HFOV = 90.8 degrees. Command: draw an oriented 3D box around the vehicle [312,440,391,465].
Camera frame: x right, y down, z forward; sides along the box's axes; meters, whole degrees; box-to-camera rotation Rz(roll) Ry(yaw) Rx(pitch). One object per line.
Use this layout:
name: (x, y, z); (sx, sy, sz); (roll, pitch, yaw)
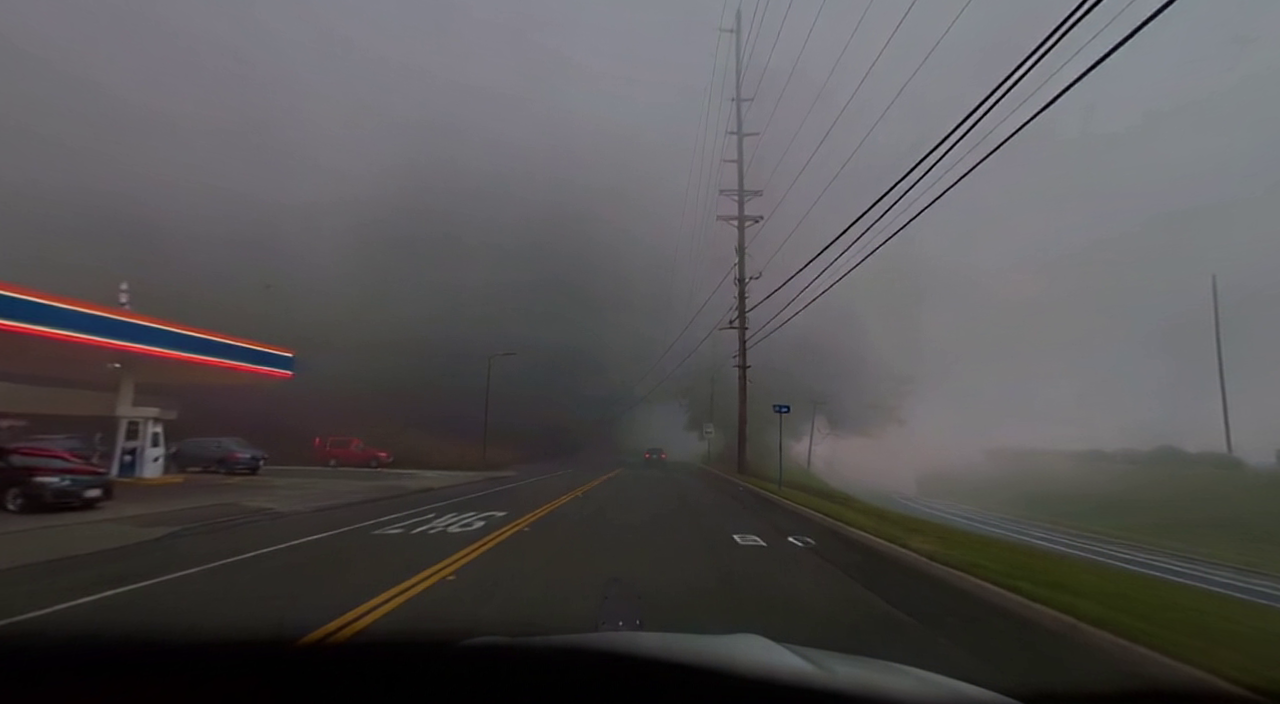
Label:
vehicle: (-22.163, 7.726, 48.793); (2.094, 1.778, 5.276); (-5, -10, 28)

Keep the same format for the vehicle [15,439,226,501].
vehicle: (-13.862, 3.147, 17.352); (1.947, 1.435, 4.606); (0, -9, -1)
